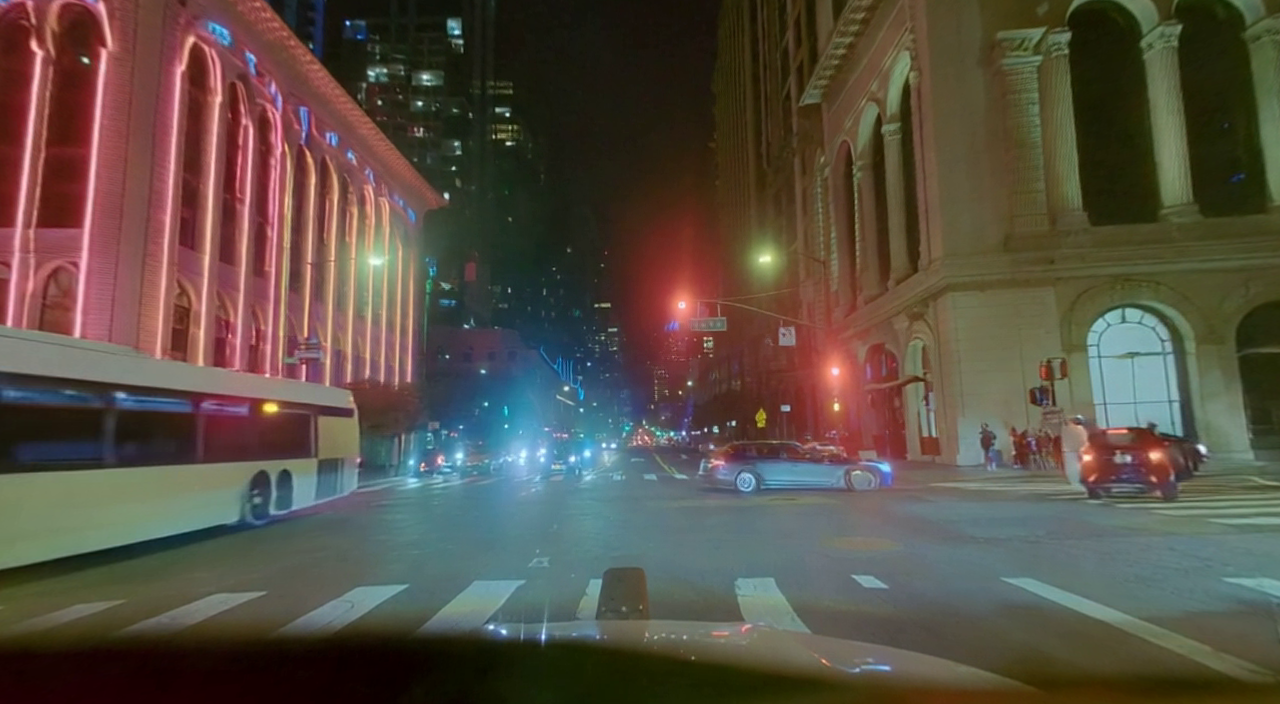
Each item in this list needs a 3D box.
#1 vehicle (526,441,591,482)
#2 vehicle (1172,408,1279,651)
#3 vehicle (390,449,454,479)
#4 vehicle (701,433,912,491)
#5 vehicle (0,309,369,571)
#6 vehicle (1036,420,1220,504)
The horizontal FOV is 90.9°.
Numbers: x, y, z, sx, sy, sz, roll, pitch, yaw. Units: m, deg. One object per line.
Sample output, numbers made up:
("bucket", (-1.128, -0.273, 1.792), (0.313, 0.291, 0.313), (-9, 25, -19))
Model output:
("vehicle", (-3.068, 4.235, 24.740), (1.904, 1.402, 4.759), (0, -8, 0))
("vehicle", (4.927, 0.854, 2.211), (1.912, 1.505, 4.889), (0, -8, 1))
("vehicle", (-11.916, 6.113, 34.809), (1.998, 1.505, 4.405), (0, -8, -1))
("vehicle", (4.605, 3.051, 17.759), (5.388, 1.465, 2.050), (-3, -9, 18))
("vehicle", (-8.788, 1.736, 12.531), (2.763, 3.411, 8.508), (0, -8, 1))
("vehicle", (10.489, 2.283, 13.464), (4.271, 1.495, 2.006), (6, -11, -38))
